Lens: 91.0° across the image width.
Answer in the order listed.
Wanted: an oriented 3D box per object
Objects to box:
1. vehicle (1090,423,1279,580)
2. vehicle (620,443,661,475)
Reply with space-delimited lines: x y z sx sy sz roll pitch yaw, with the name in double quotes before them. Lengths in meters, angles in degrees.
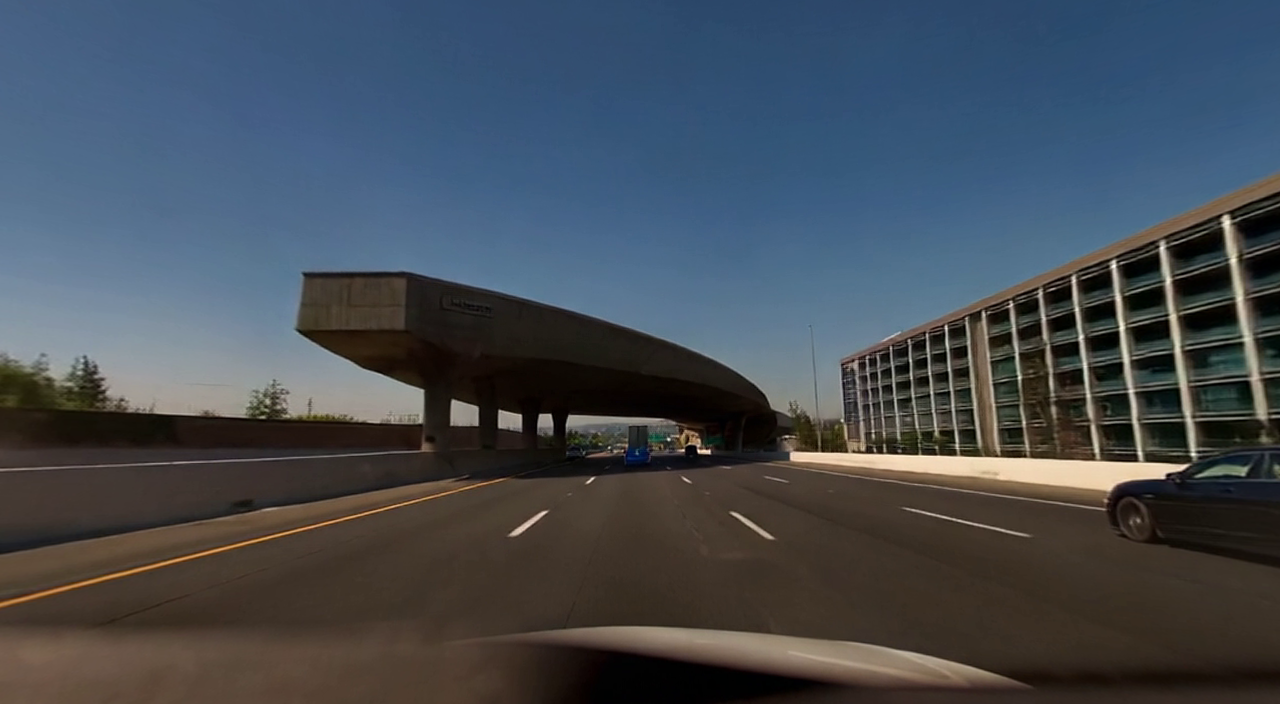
"vehicle" 7.131 1.451 6.140 1.937 1.498 4.710 0 -8 -1
"vehicle" 0.024 5.566 32.960 2.036 1.542 3.891 0 -8 0
